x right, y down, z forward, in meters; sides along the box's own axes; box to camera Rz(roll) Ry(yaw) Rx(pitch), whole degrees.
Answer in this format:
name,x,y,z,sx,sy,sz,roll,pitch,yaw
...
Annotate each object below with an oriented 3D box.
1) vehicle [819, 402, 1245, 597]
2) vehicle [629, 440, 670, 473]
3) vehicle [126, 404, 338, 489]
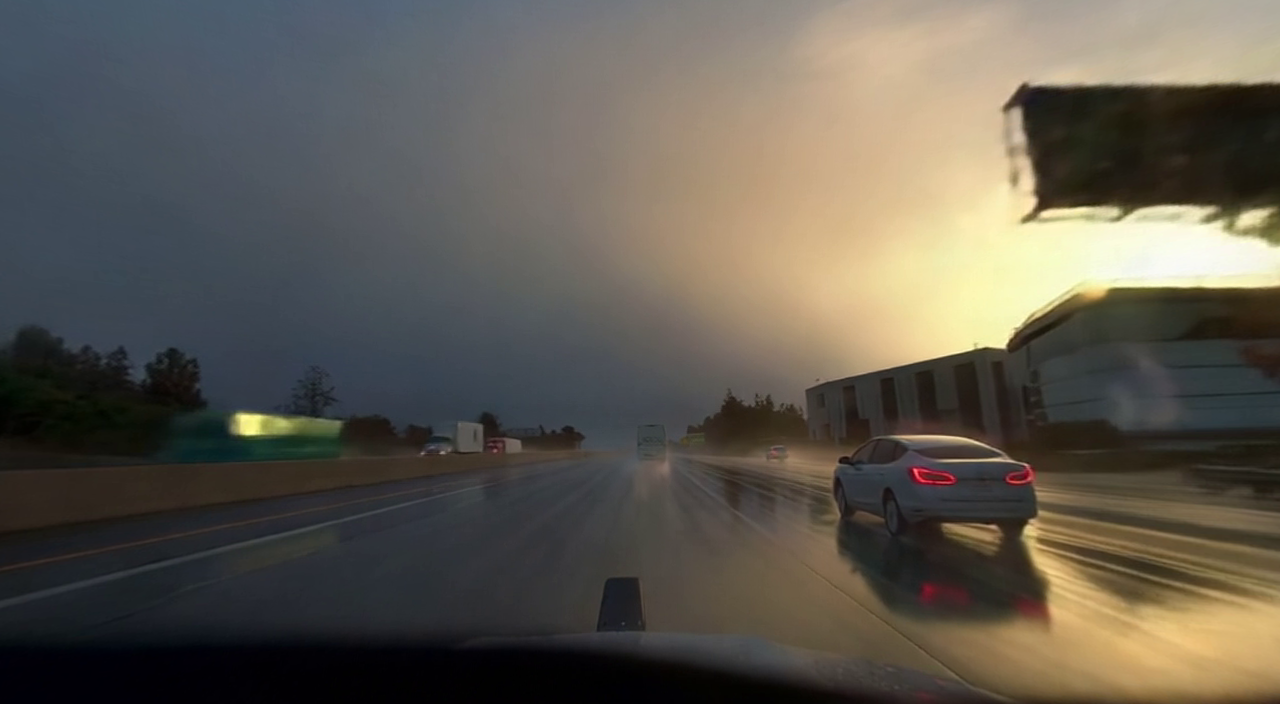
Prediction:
name,x,y,z,sx,sy,sz,roll,pitch,yaw
vehicle,3.959,1.610,7.792,2.008,1.595,5.082,0,-9,0
vehicle,0.453,5.472,33.117,2.015,1.639,4.086,0,-9,0
vehicle,-12.150,2.948,19.580,2.304,2.203,6.144,0,-9,2
